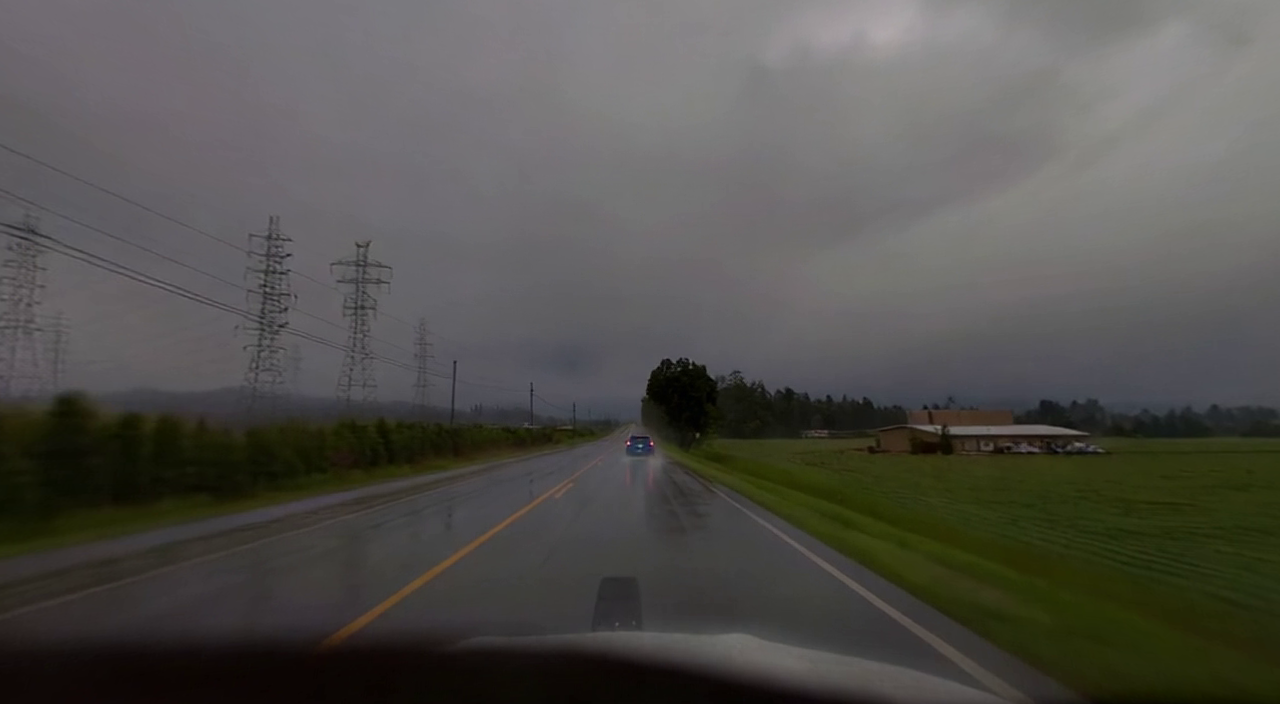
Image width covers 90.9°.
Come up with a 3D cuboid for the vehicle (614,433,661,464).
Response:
[{"bbox_3d":[-0.138,4.911,32.279,2.241,1.471,3.829,0,-8,-1],"label":"vehicle"}]
